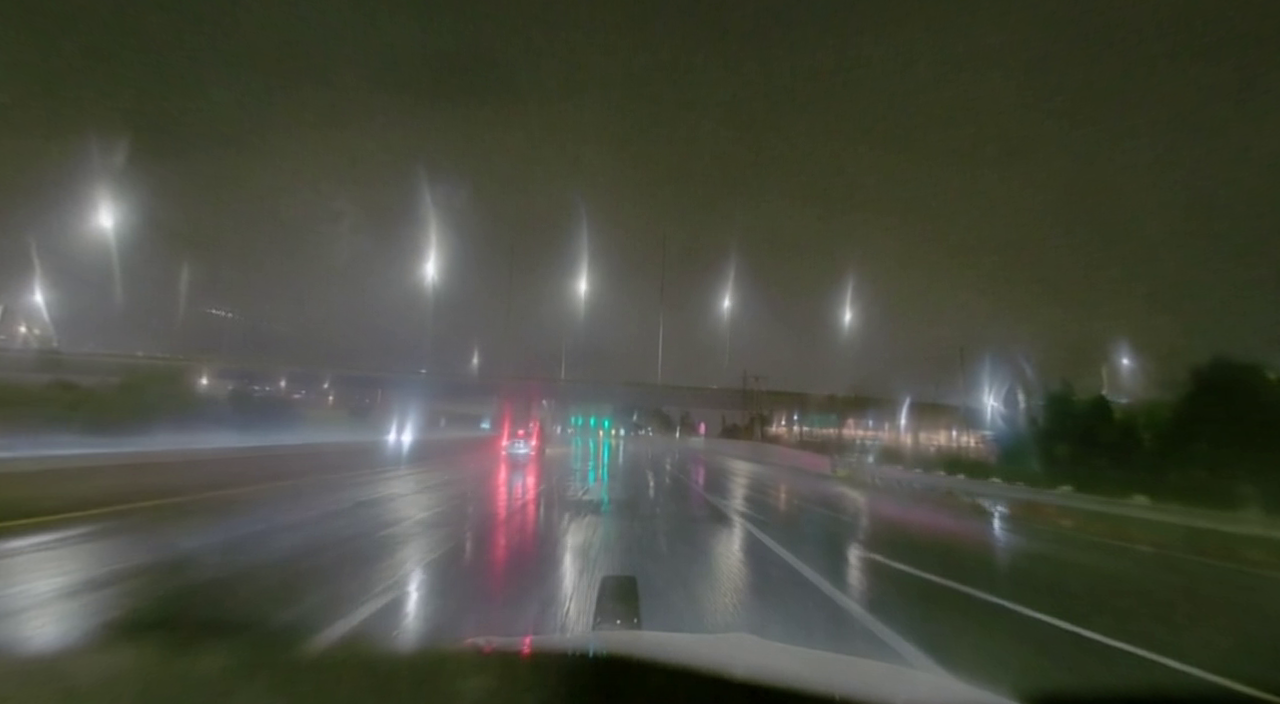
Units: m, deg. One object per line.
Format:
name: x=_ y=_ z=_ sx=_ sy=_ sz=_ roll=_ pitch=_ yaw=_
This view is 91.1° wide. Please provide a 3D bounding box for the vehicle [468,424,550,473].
vehicle: x=-4.773 y=3.594 z=23.729 sx=2.123 sy=1.601 sz=4.887 roll=0 pitch=-8 yaw=-1
